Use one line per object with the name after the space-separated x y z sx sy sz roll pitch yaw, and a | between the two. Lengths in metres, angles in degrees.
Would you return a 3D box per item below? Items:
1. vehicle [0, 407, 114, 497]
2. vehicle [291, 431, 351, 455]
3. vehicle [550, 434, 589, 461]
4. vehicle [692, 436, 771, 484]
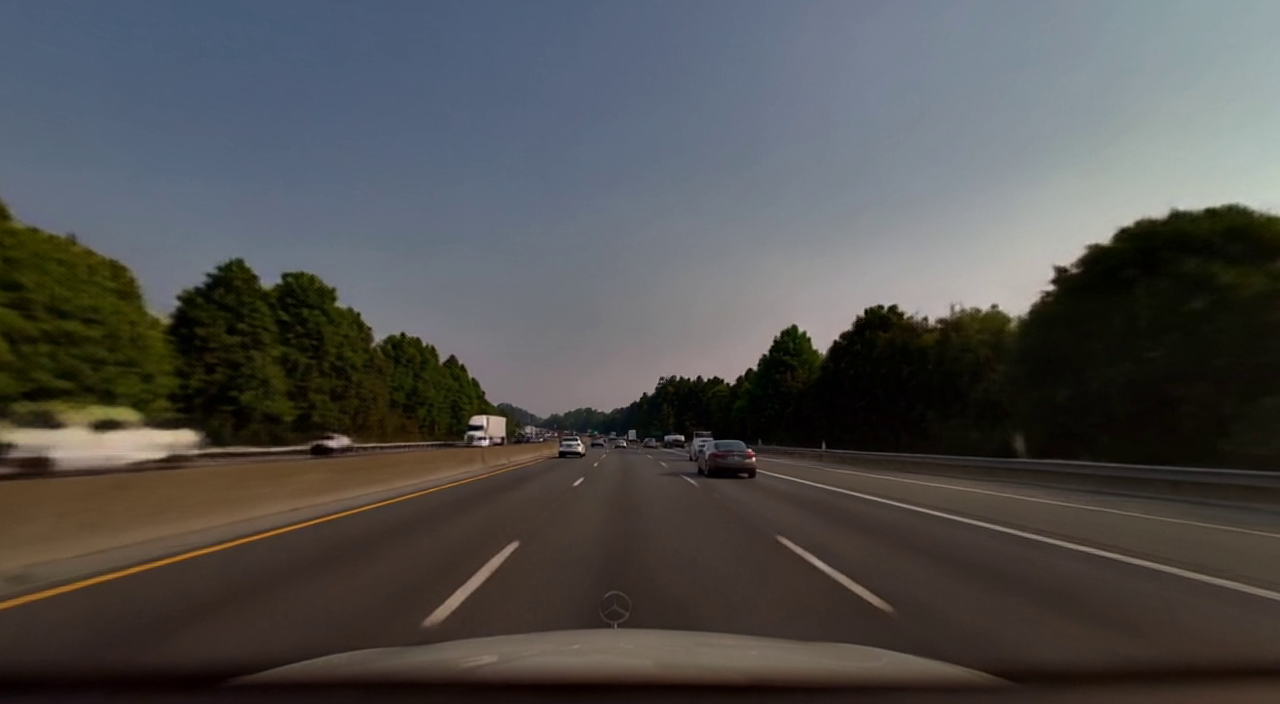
-11.779 1.720 10.851 1.888 1.507 4.157 0 -8 -1 | vehicle
-20.621 5.900 40.914 1.837 1.444 4.153 0 -8 -2 | vehicle
-4.401 6.026 40.037 2.011 1.614 4.808 0 -8 -1 | vehicle
3.012 3.624 21.667 1.990 1.480 3.865 0 -8 -2 | vehicle
